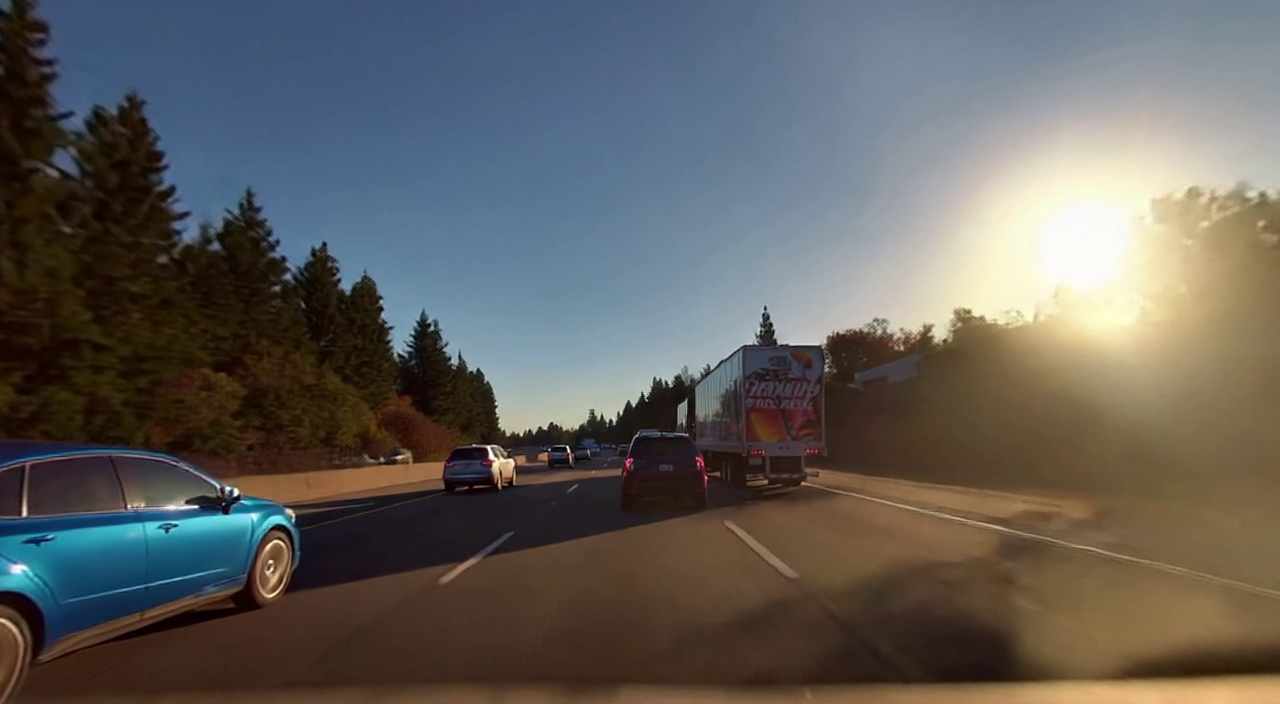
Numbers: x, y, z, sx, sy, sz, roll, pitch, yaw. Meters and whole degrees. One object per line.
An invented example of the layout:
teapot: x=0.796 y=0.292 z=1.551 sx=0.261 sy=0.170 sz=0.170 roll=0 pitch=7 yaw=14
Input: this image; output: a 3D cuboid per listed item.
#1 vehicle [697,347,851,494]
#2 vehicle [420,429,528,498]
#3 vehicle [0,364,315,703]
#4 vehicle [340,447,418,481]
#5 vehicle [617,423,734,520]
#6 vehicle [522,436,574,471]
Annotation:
vehicle: x=4.350 y=2.898 z=24.698 sx=2.828 sy=4.081 sz=14.220 roll=0 pitch=-8 yaw=0
vehicle: x=-4.360 y=2.973 z=17.135 sx=1.905 sy=1.642 sz=3.803 roll=0 pitch=-8 yaw=0
vehicle: x=-4.097 y=0.997 z=3.697 sx=1.983 sy=1.666 sz=4.452 roll=0 pitch=-8 yaw=0
vehicle: x=-12.654 y=5.425 z=30.864 sx=1.950 sy=1.467 sz=4.419 roll=0 pitch=-8 yaw=0
vehicle: x=0.576 y=2.335 z=12.769 sx=2.017 sy=1.662 sz=3.543 roll=0 pitch=-8 yaw=-1
vehicle: x=-4.721 y=5.258 z=32.908 sx=2.014 sy=1.683 sz=4.275 roll=0 pitch=-8 yaw=0
